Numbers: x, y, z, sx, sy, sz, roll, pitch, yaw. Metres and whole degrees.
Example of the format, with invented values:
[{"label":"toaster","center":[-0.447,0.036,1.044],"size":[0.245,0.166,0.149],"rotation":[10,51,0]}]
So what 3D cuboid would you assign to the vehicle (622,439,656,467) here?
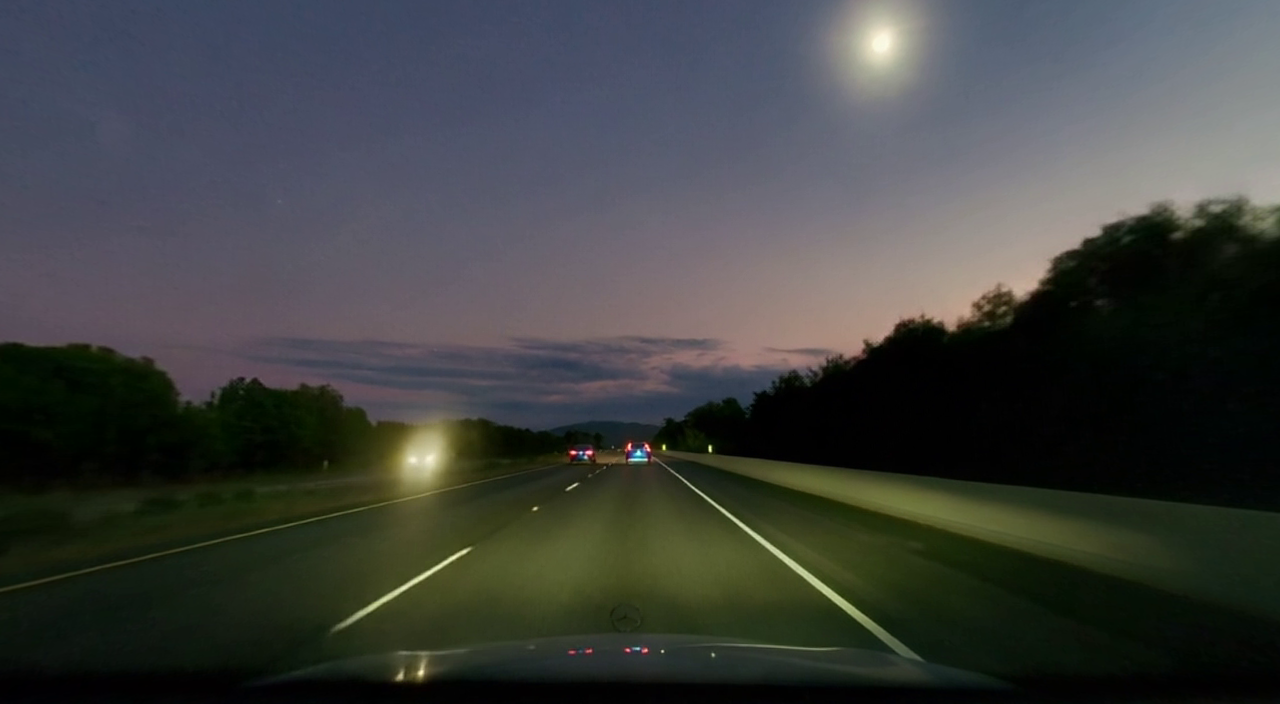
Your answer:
[{"label":"vehicle","center":[-0.086,6.746,42.174],"size":[2.126,1.786,3.958],"rotation":[0,-9,-1]}]

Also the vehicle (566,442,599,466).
[{"label":"vehicle","center":[-4.225,7.560,46.834],"size":[2.113,1.656,4.215],"rotation":[0,-9,0]}]
